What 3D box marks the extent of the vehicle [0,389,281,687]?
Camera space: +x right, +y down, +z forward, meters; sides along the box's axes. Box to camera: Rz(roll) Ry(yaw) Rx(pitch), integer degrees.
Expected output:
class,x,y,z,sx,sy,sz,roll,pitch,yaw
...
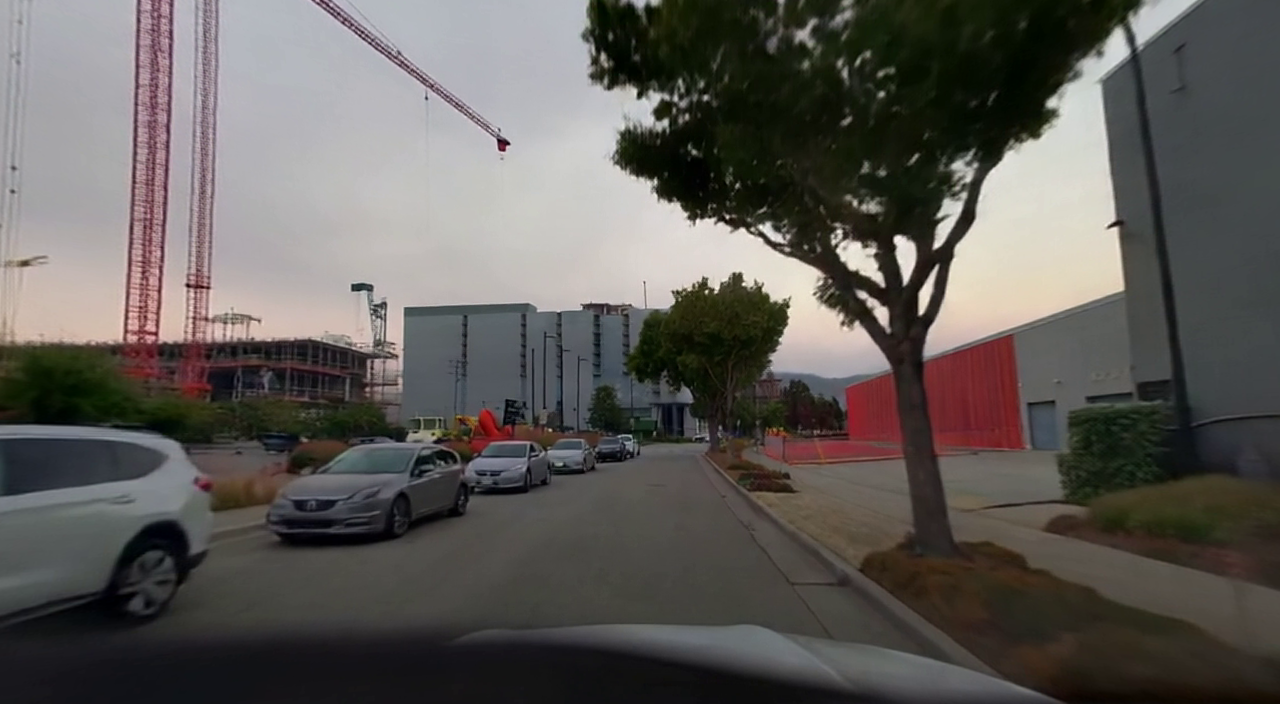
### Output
class,x,y,z,sx,sy,sz,roll,pitch,yaw
vehicle,-4.448,1.071,3.799,1.913,1.620,3.982,-1,-8,6

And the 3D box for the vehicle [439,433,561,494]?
class,x,y,z,sx,sy,sz,roll,pitch,yaw
vehicle,-3.621,2.942,17.172,1.996,1.411,4.370,-1,-8,5

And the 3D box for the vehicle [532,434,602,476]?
class,x,y,z,sx,sy,sz,roll,pitch,yaw
vehicle,-2.742,3.970,24.715,1.948,1.460,4.394,-1,-8,4

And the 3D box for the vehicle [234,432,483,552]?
class,x,y,z,sx,sy,sz,roll,pitch,yaw
vehicle,-3.975,1.993,9.762,1.806,1.451,3.878,-1,-8,5
